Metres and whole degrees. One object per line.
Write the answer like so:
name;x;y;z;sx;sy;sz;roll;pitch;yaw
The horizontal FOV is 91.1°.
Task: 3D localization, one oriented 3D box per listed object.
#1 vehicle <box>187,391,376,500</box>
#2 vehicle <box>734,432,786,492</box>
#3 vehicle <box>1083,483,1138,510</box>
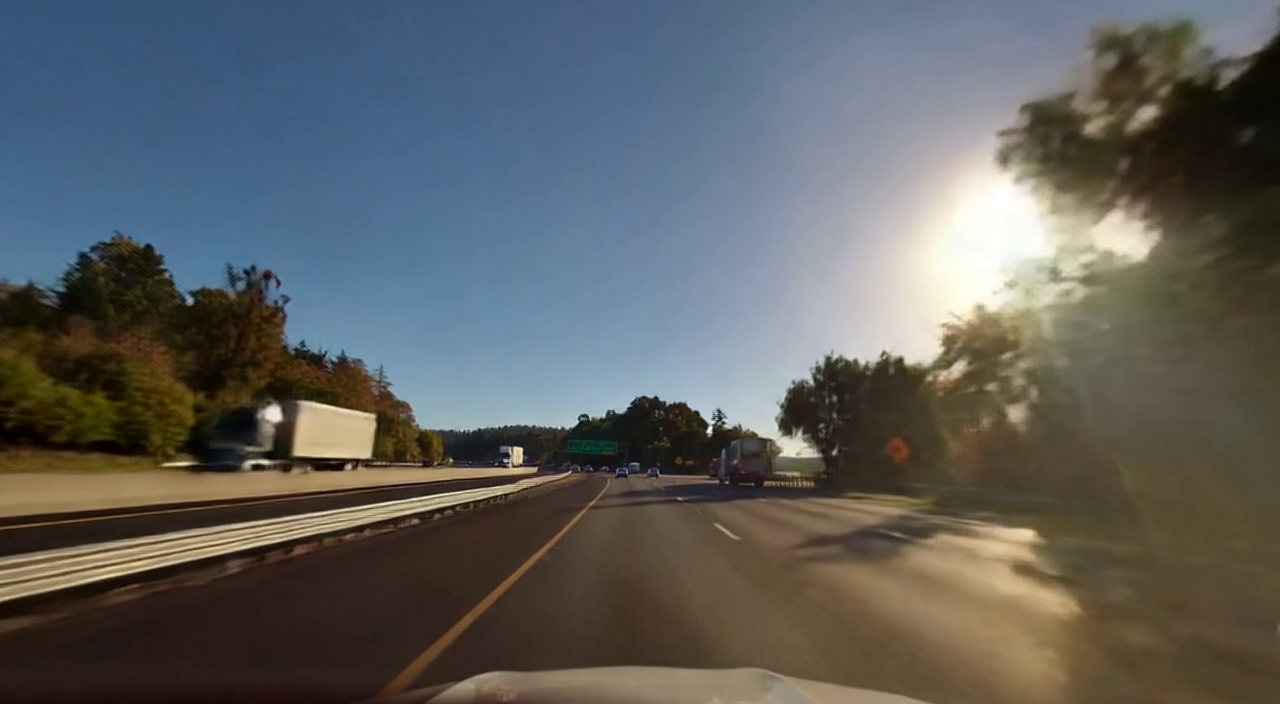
vehicle;-13.881;3.911;25.479;2.965;3.646;8.166;1;-11;-2
vehicle;7.771;7.231;41.279;2.282;3.633;4.740;1;-10;-2
vehicle;29.295;8.979;39.230;1.701;1.471;3.592;-3;-11;21
